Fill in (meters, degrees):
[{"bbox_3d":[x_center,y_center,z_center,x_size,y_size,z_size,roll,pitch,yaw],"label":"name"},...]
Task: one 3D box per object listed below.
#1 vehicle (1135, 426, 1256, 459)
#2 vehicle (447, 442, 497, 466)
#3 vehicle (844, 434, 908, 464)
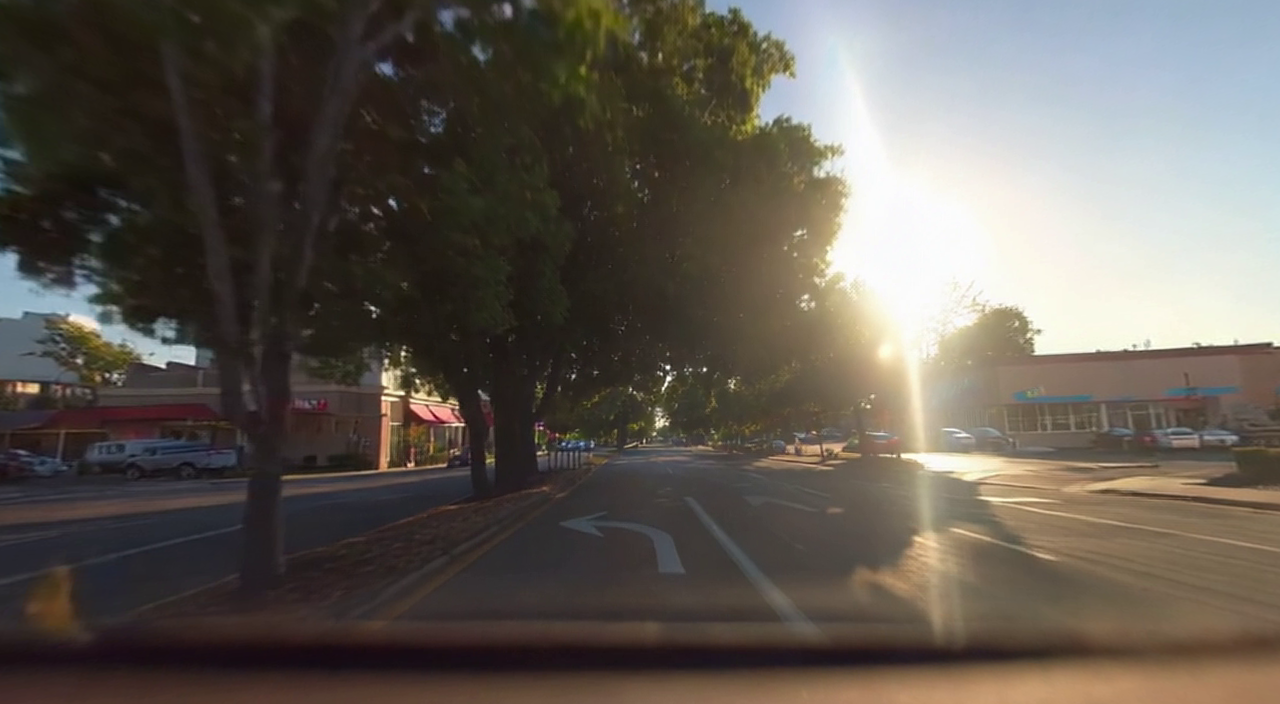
[{"bbox_3d":[26.677,4.390,30.593,1.836,1.497,4.419,0,-8,0],"label":"vehicle"},{"bbox_3d":[-11.514,7.016,43.591,1.997,1.516,4.790,0,-8,1],"label":"vehicle"},{"bbox_3d":[13.828,5.724,37.338,1.987,1.694,4.523,0,-9,-1],"label":"vehicle"}]
